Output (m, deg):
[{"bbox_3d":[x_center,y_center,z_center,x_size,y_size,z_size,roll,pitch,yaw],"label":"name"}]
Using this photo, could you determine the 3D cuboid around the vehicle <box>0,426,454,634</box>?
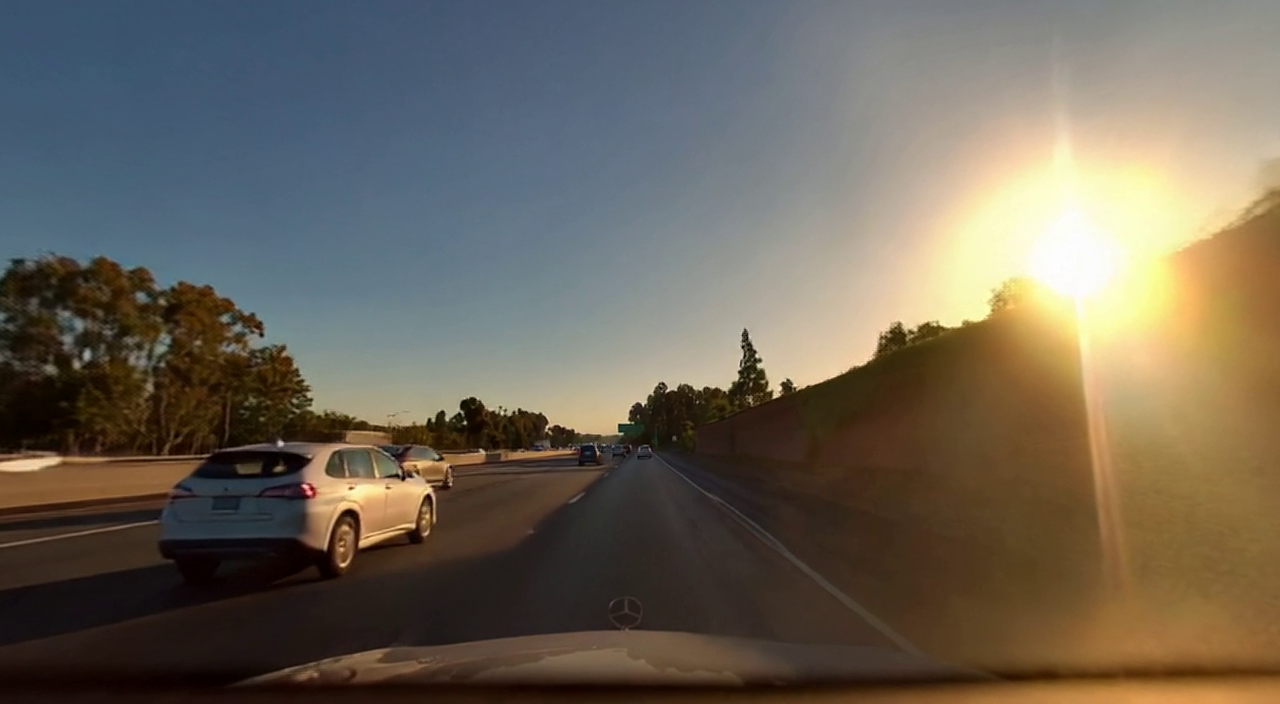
[{"bbox_3d":[-3.813,1.649,7.008,1.945,1.484,4.803,0,-8,1],"label":"vehicle"}]

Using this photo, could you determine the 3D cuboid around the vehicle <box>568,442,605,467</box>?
[{"bbox_3d":[-3.621,7.006,43.122,2.036,1.636,4.511,-1,-8,1],"label":"vehicle"}]
